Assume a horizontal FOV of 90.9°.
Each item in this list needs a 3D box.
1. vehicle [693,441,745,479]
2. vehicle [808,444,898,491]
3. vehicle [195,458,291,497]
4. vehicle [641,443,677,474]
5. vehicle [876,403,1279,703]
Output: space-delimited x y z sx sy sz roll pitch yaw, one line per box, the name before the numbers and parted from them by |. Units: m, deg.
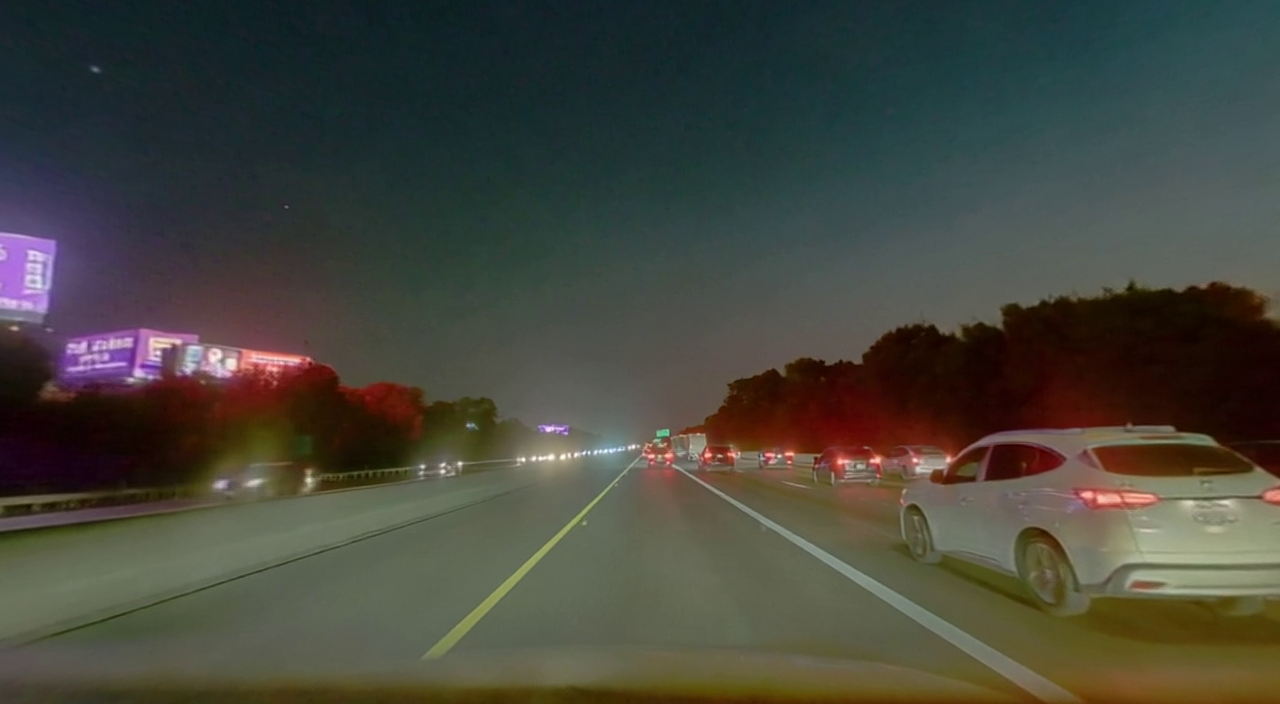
vehicle | 4.077 5.662 33.332 2.075 1.845 4.667 0 -8 -1
vehicle | 7.696 4.183 23.260 1.807 1.558 4.352 0 -8 0
vehicle | -20.161 6.377 32.315 2.066 1.746 4.308 -1 -8 0
vehicle | 1.162 6.717 40.048 2.145 1.832 4.004 -1 -8 1
vehicle | 3.914 1.387 5.472 1.989 1.609 4.355 0 -8 -1
